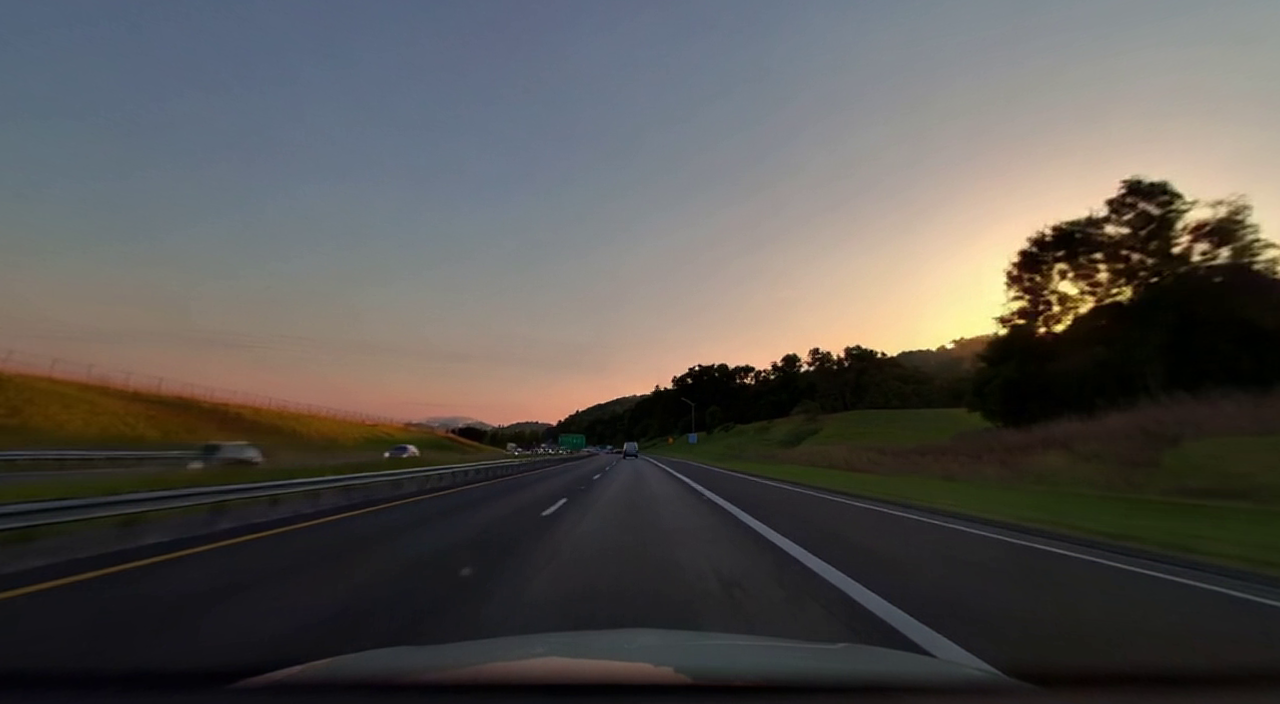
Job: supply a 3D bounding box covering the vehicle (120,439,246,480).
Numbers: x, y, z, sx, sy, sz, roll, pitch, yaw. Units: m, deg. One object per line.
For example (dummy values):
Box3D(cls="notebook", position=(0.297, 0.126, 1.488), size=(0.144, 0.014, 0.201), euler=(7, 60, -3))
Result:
Box3D(cls="vehicle", position=(-19.217, 4.536, 26.840), size=(1.914, 1.558, 4.671), euler=(0, -9, -1))
